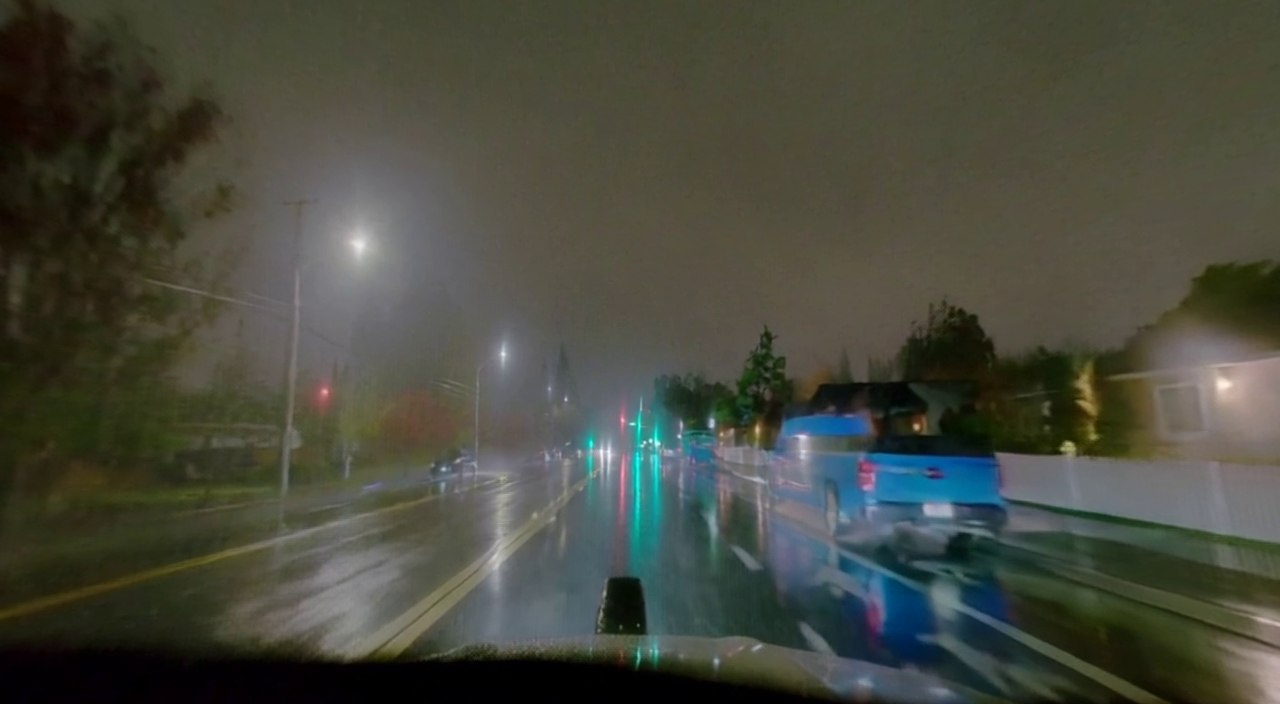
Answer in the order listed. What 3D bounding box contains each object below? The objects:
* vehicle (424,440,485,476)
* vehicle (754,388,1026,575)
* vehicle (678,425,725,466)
[{"bbox_3d":[-11.195,6.386,38.454,2.301,1.855,4.983,-4,-8,-1],"label":"vehicle"},{"bbox_3d":[3.738,2.050,11.039,2.504,2.114,6.073,5,-8,3],"label":"vehicle"},{"bbox_3d":[3.954,6.106,41.442,2.459,2.452,5.731,1,-8,-1],"label":"vehicle"}]
